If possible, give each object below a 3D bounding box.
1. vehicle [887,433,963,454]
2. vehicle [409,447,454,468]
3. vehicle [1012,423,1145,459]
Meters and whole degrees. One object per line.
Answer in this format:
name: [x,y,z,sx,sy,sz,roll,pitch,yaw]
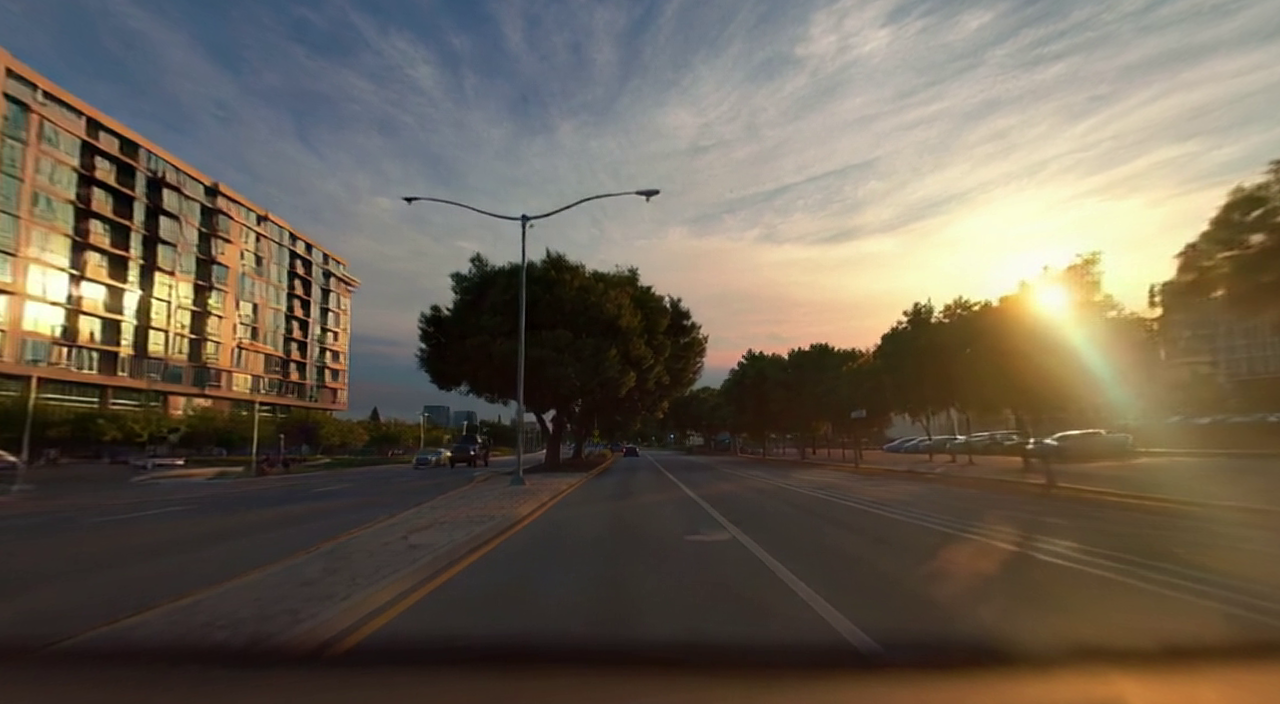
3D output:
vehicle: [21.743,7.003,48.301,4.739,1.569,2.097,-1,-9,3]
vehicle: [-16.225,8.189,49.368,1.966,1.523,4.555,0,-9,0]
vehicle: [22.494,4.585,32.477,5.320,1.722,2.651,2,-9,-15]
